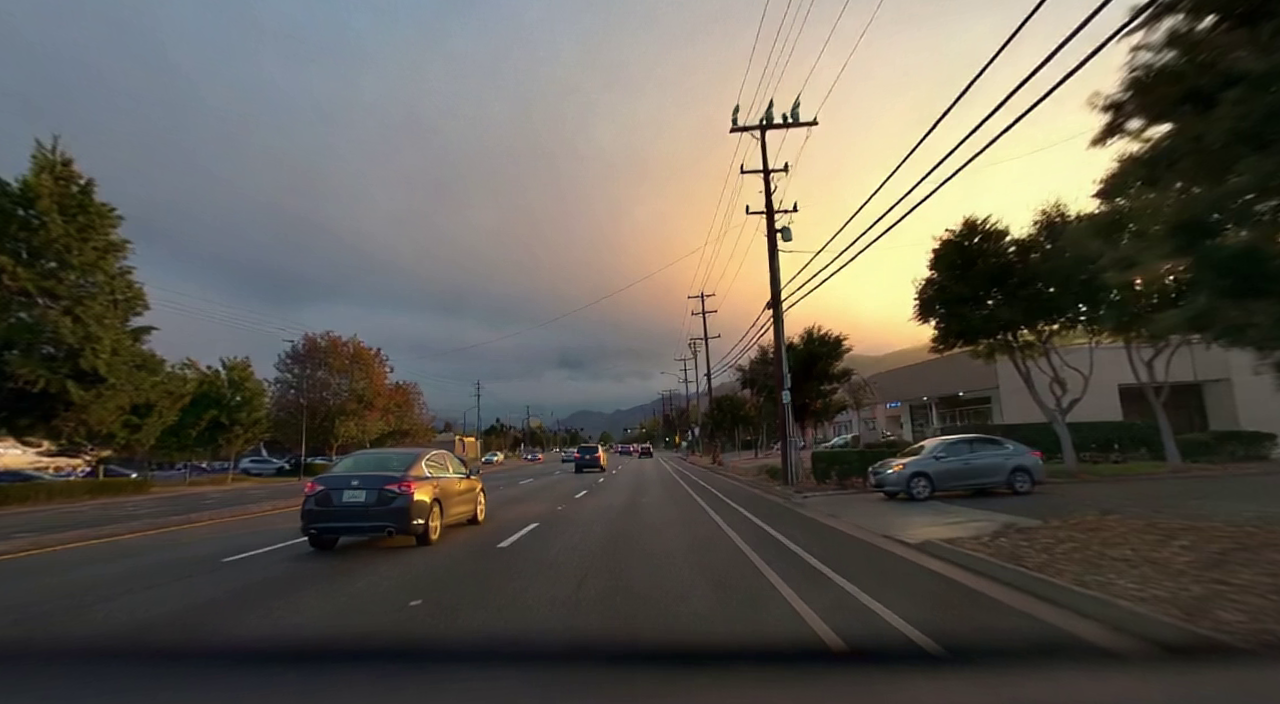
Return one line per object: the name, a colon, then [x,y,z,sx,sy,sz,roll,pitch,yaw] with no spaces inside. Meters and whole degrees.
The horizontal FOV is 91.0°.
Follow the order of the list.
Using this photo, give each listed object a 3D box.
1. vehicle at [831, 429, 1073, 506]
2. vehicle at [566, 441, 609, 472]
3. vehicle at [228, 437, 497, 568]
vehicle: [6.893,2.593,14.315,4.465,1.566,1.923,0,-9,-1]
vehicle: [-3.133,6.346,38.428,2.087,1.736,4.311,0,-9,2]
vehicle: [-3.681,2.059,9.454,1.942,1.469,4.426,0,-9,1]
